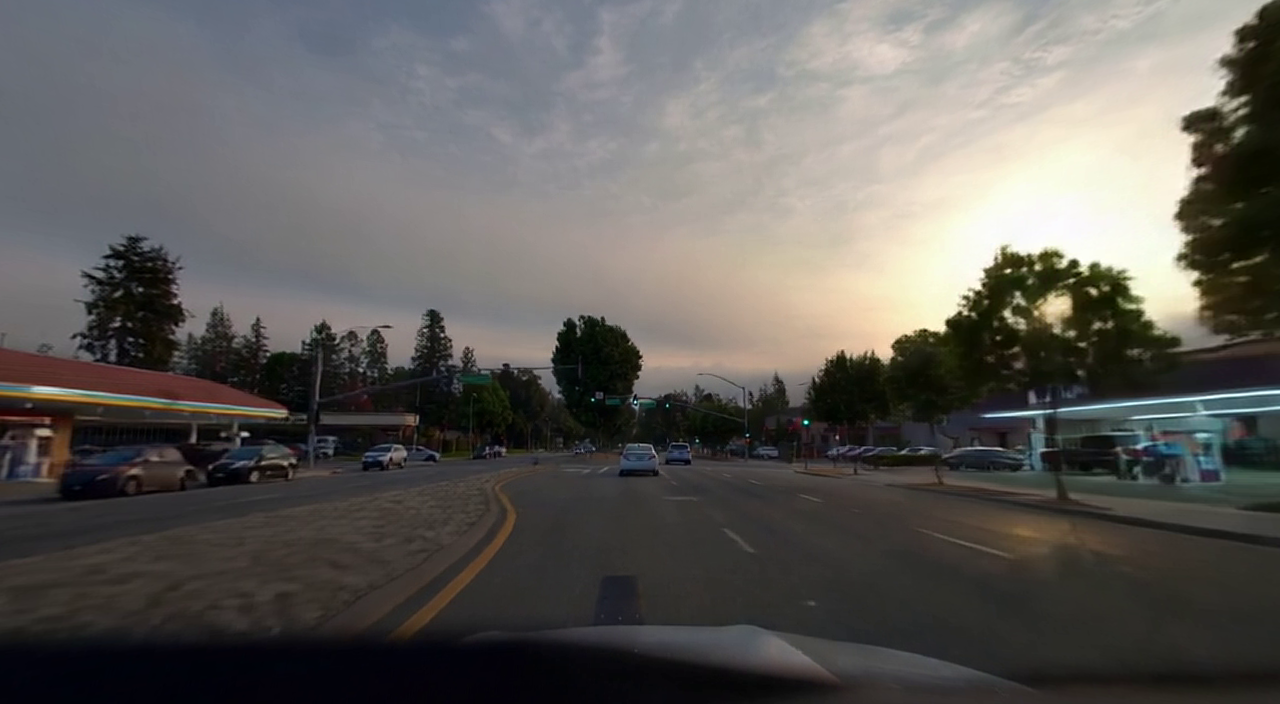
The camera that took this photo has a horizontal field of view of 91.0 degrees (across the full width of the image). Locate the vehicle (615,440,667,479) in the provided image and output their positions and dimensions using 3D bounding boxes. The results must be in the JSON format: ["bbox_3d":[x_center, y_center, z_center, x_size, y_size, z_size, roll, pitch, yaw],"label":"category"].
[{"bbox_3d":[0.013,4.768,28.125,2.145,1.572,4.021,1,-9,-1],"label":"vehicle"}]

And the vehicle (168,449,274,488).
[{"bbox_3d":[-19.115,5.293,28.993,1.920,1.638,4.299,1,-9,0],"label":"vehicle"}]

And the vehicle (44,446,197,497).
[{"bbox_3d":[-19.103,4.407,23.469,1.967,1.680,4.396,-1,-9,-1],"label":"vehicle"}]

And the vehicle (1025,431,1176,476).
[{"bbox_3d":[20.515,4.584,28.542,2.254,1.804,5.953,0,-9,-1],"label":"vehicle"}]

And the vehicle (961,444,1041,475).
[{"bbox_3d":[20.308,6.072,35.666,1.950,1.519,4.860,-3,-9,5],"label":"vehicle"}]
